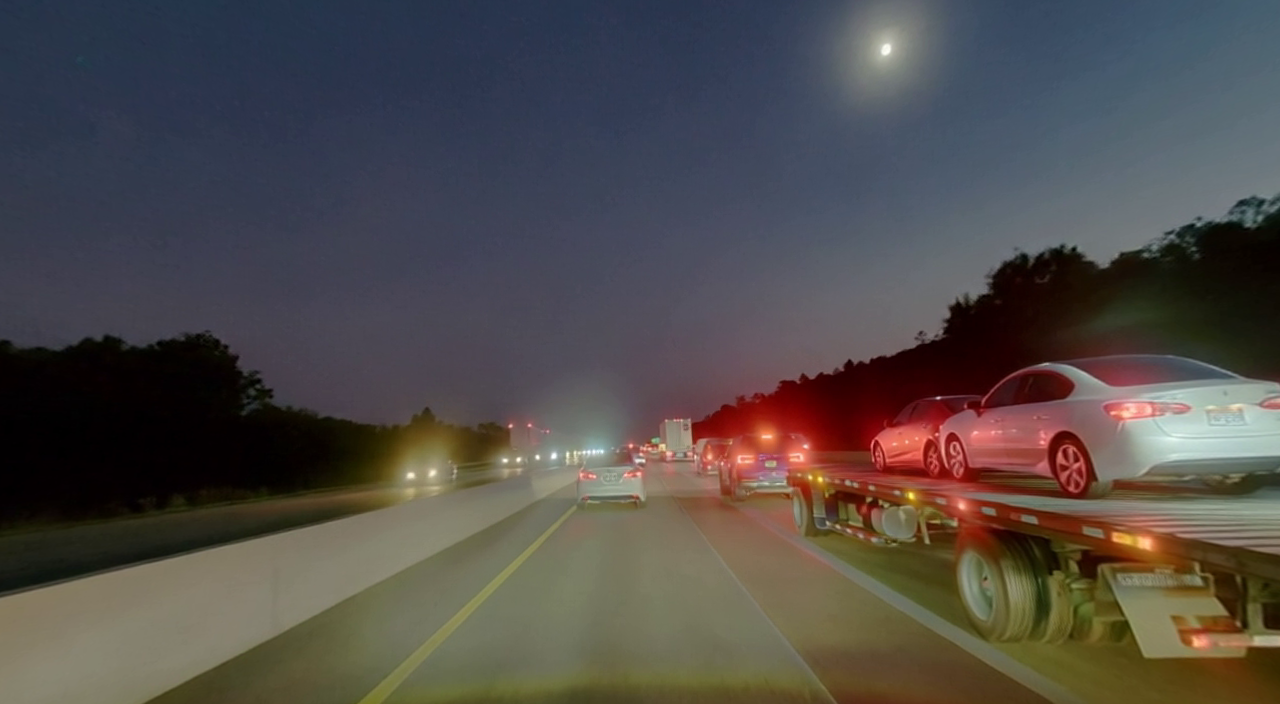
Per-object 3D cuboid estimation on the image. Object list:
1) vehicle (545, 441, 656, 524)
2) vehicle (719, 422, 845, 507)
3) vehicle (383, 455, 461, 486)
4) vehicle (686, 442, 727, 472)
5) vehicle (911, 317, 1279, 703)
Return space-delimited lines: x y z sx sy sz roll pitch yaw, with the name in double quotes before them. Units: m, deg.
"vehicle" -0.700 2.634 13.214 1.991 1.466 3.675 0 -9 0
"vehicle" 3.452 2.844 16.200 2.303 1.889 3.920 0 -9 0
"vehicle" -11.706 6.376 34.285 2.431 1.508 4.935 0 -9 1
"vehicle" 3.872 6.197 37.340 1.938 1.660 4.223 0 -9 -1
"vehicle" 3.493 0.923 3.507 1.959 1.783 4.407 0 -9 0
